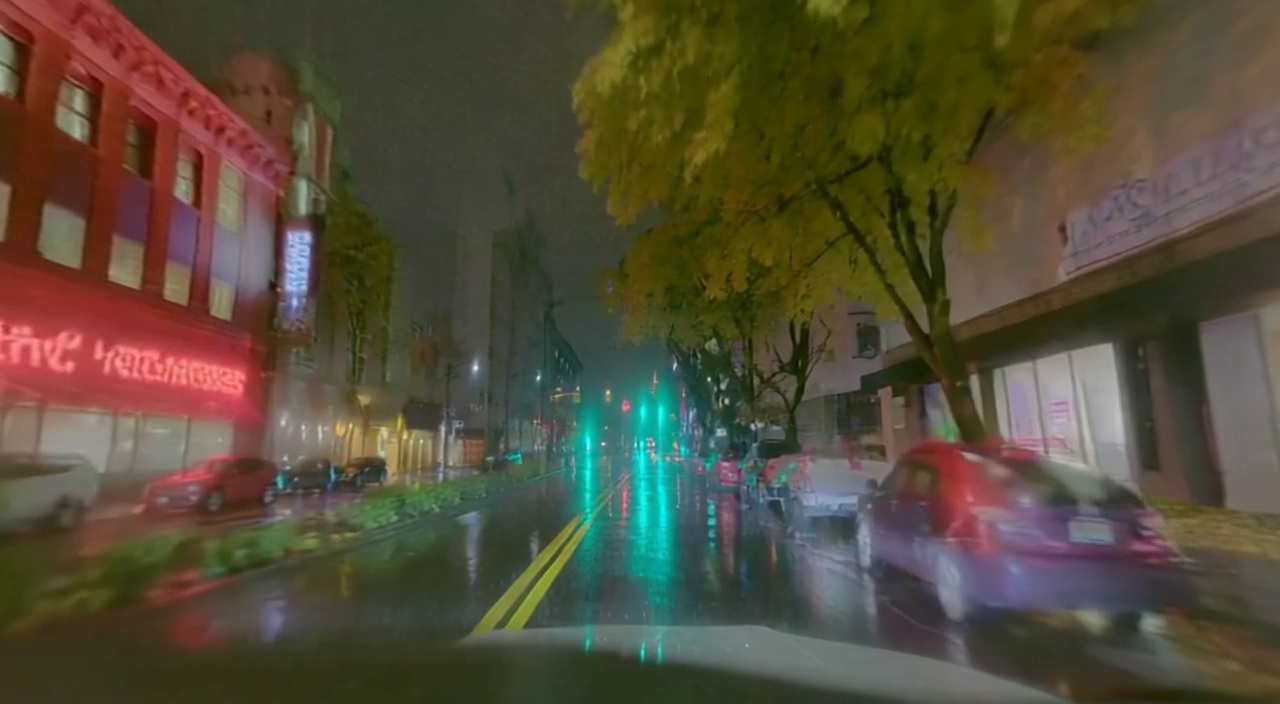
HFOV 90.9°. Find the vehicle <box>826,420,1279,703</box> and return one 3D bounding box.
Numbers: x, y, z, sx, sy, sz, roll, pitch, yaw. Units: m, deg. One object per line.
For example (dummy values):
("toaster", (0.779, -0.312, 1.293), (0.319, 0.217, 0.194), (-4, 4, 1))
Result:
("vehicle", (3.317, 1.462, 5.467), (2.120, 1.560, 4.402), (0, -8, 1))

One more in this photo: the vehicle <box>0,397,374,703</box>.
("vehicle", (-2.755, 0.863, 1.803), (2.030, 1.436, 4.388), (0, -8, 1))
